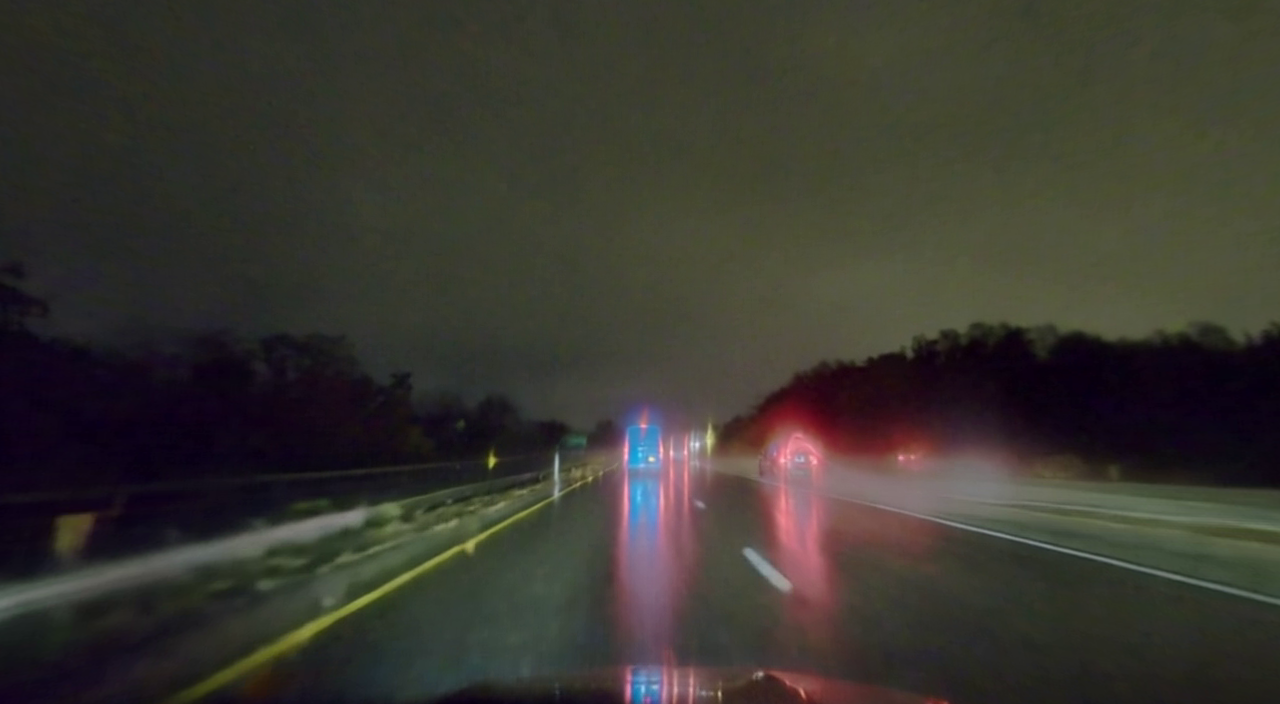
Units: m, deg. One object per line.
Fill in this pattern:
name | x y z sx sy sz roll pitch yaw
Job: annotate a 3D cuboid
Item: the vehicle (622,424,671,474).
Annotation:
vehicle | 0.385 5.580 35.979 2.560 2.598 5.581 -1 -9 1
